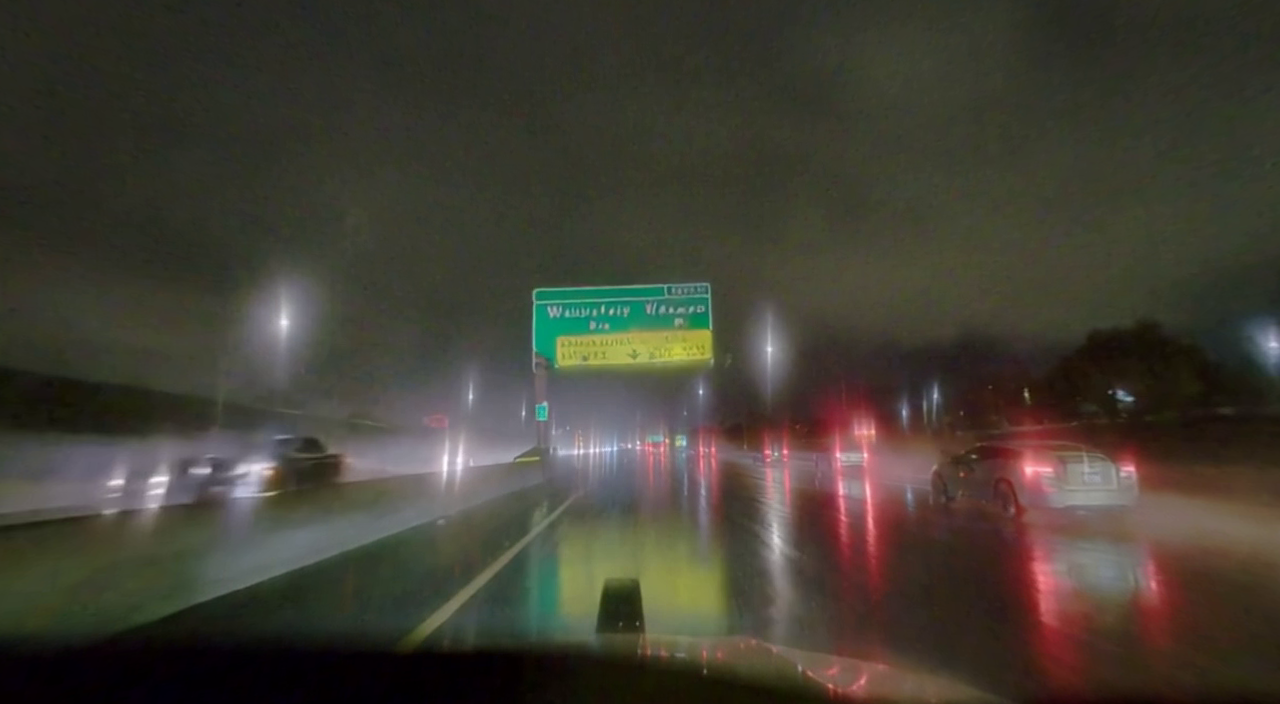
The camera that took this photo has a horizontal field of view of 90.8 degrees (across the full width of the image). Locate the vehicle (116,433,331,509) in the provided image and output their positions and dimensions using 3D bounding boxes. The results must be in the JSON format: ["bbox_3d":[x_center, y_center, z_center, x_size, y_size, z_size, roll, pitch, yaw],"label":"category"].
[{"bbox_3d":[-9.672,2.780,15.289,2.073,1.518,4.635,0,-8,0],"label":"vehicle"}]

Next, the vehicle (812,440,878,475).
[{"bbox_3d":[10.907,5.604,33.954,2.068,1.680,4.361,-1,-8,0],"label":"vehicle"}]

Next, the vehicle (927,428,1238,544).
[{"bbox_3d":[7.109,2.171,10.992,1.901,1.548,4.684,0,-8,-2],"label":"vehicle"}]
